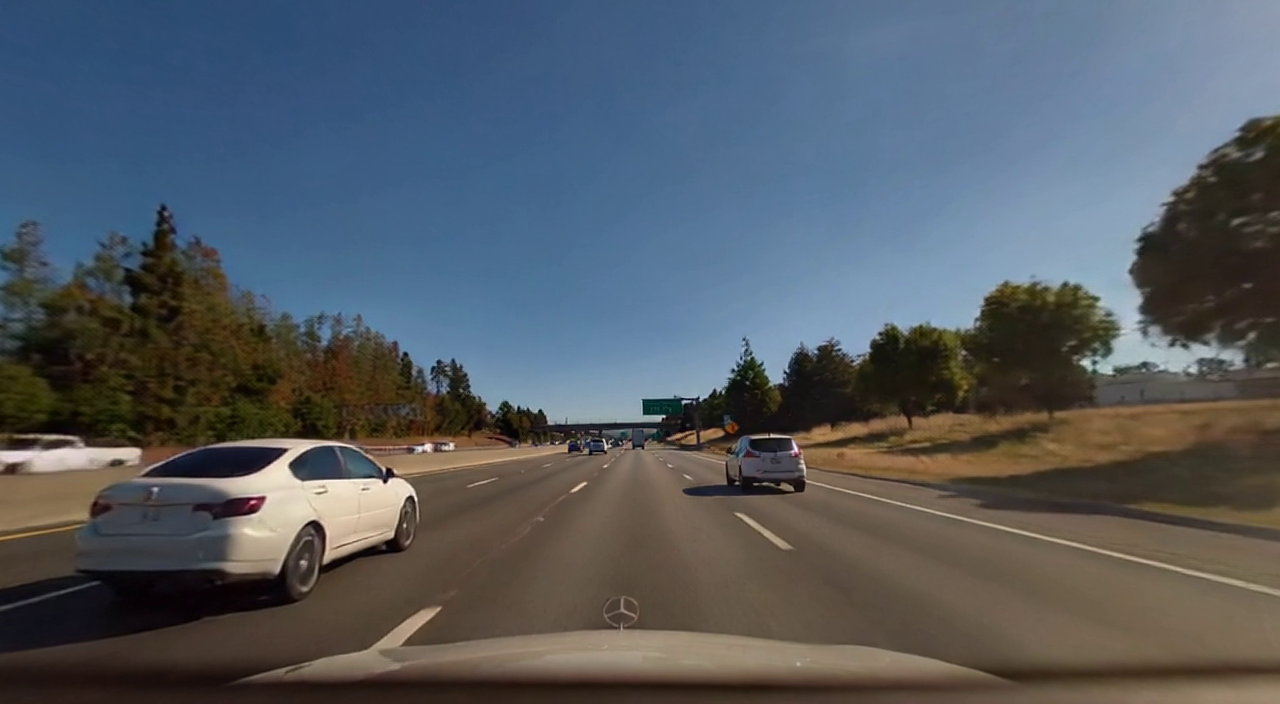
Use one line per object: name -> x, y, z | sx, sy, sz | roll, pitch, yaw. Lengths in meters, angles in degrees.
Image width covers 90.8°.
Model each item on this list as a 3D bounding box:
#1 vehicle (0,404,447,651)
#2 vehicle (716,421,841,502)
vehicle -> -3.876, 1.506, 6.589 | 2.118, 1.573, 4.940 | 0, -9, 1
vehicle -> 3.193, 2.647, 15.530 | 2.053, 1.714, 4.097 | 0, -9, -1
